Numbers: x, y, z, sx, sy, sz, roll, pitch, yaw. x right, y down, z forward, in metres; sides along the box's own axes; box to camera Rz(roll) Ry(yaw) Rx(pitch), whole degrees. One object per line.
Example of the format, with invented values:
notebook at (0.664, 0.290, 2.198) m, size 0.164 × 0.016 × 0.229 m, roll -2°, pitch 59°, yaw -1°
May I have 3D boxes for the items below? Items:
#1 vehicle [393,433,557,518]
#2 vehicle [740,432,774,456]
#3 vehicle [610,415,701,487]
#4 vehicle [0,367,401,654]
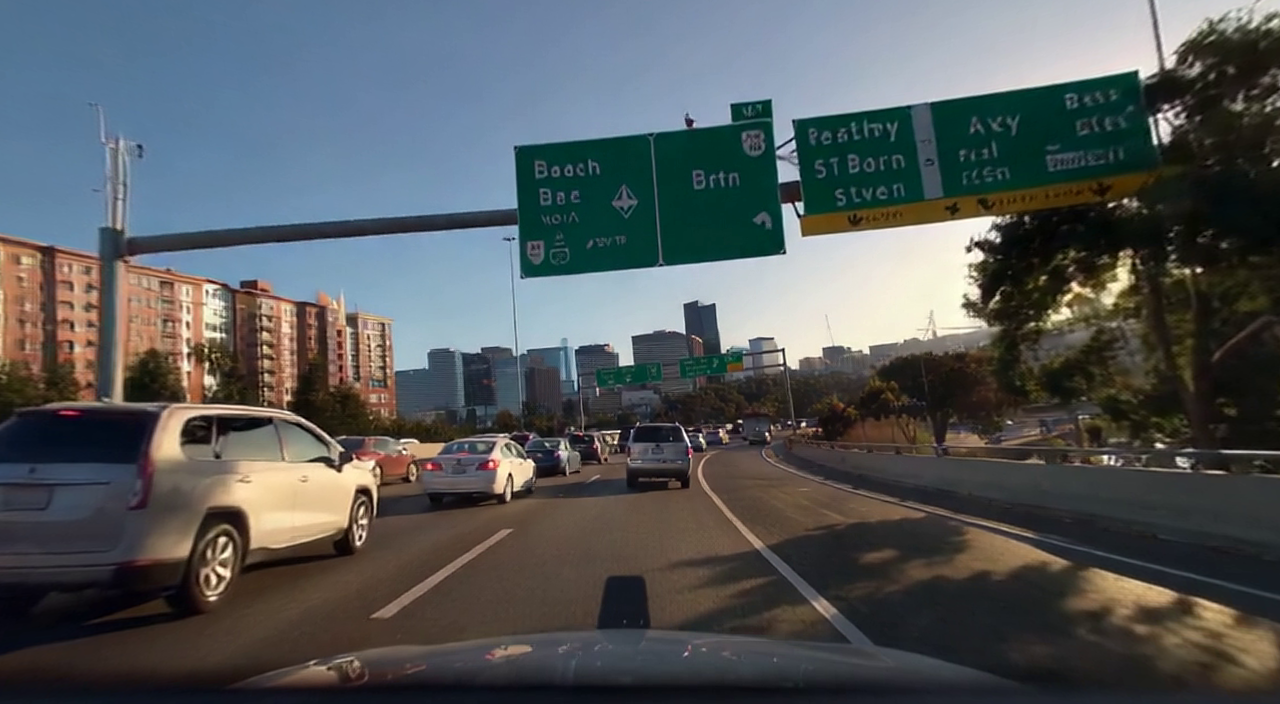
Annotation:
vehicle at (-3.286, 2.586, 13.814) m, size 1.998 × 1.494 × 5.020 m, roll 0°, pitch -9°, yaw 3°
vehicle at (8.905, 6.974, 47.731) m, size 2.329 × 1.760 × 4.525 m, roll -2°, pitch -9°, yaw 12°
vehicle at (0.602, 3.310, 21.237) m, size 2.616 × 2.063 × 5.933 m, roll 0°, pitch -9°, yaw 3°
vehicle at (-4.134, 1.334, 6.259) m, size 1.850 × 1.862 × 4.150 m, roll 0°, pitch -9°, yaw 0°
